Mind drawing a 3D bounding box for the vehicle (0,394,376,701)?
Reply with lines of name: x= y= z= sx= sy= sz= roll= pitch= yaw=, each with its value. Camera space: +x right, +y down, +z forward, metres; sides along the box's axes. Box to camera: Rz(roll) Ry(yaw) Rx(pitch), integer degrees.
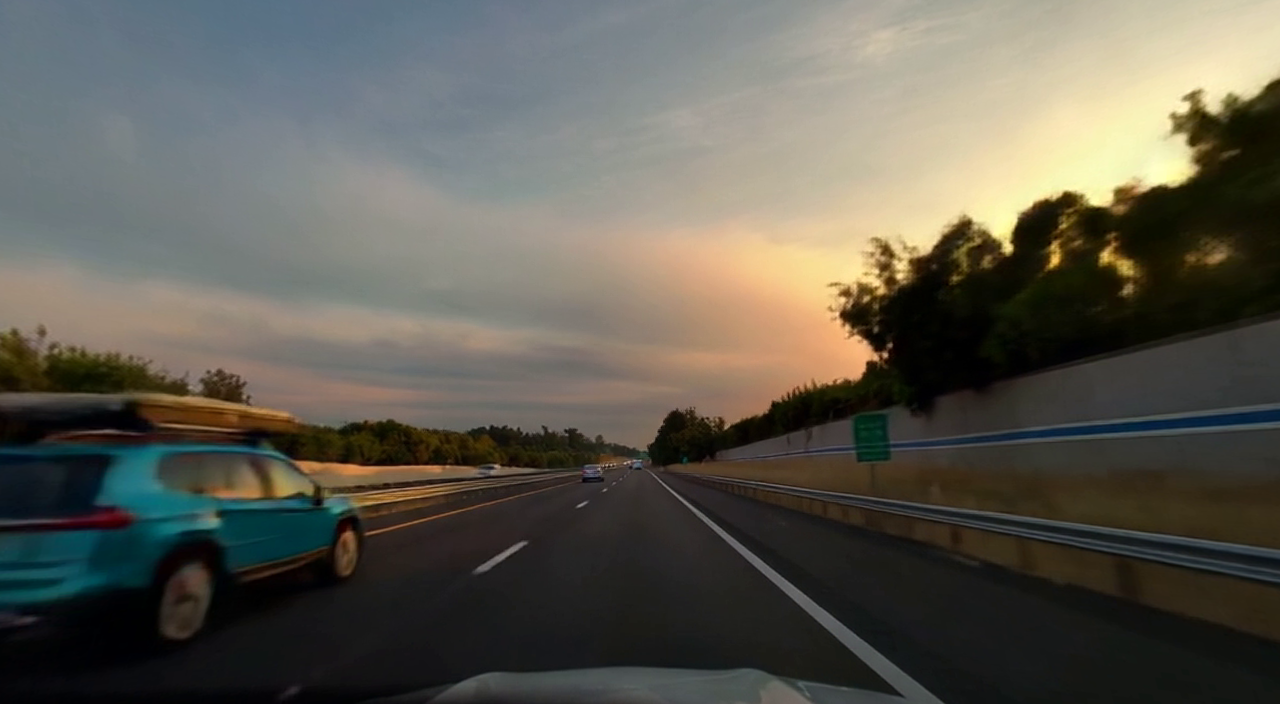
vehicle: x=-4.355 y=1.447 z=5.663 sx=2.022 sy=1.650 sz=4.331 roll=1 pitch=-11 yaw=0
